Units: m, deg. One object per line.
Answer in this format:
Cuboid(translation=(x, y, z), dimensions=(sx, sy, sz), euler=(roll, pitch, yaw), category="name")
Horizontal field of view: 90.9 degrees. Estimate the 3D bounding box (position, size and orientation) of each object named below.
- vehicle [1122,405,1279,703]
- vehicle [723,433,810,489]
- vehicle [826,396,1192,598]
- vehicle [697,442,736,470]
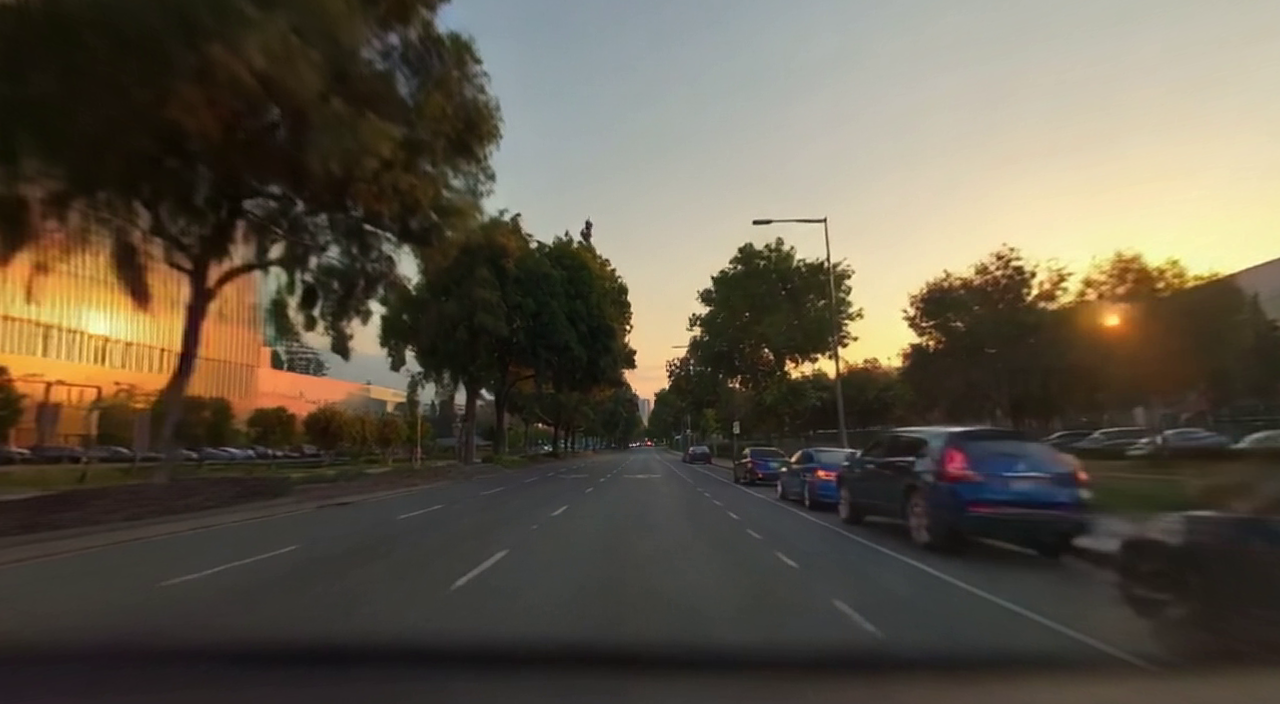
Cuboid(translation=(3.983, 0.869, 1.631), dimensions=(1.974, 1.534, 4.610), euler=(2, -8, 2), category="vehicle")
Cuboid(translation=(4.538, 3.991, 23.442), dimensions=(2.198, 1.834, 4.963), euler=(0, -8, 0), category="vehicle")
Cuboid(translation=(4.222, 1.723, 8.508), dimensions=(1.995, 1.884, 5.003), euler=(0, -8, 2), category="vehicle")
Cuboid(translation=(4.944, 6.780, 41.476), dimensions=(1.987, 1.718, 4.698), euler=(0, -8, 0), category="vehicle")
